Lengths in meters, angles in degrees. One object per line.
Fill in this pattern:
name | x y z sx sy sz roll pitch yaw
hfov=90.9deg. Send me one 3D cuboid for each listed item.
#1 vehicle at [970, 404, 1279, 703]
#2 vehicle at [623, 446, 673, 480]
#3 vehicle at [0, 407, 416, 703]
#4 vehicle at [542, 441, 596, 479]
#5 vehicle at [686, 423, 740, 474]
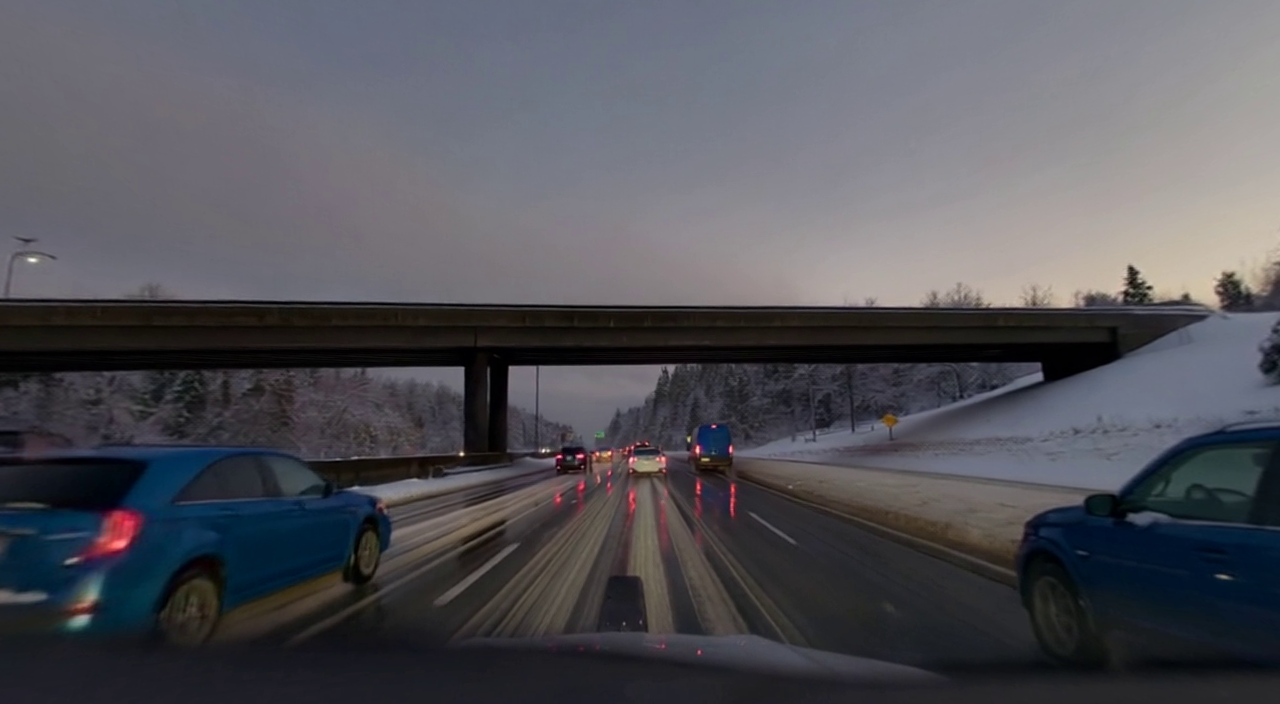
vehicle | 4.121 1.113 3.573 2.085 1.558 4.466 0 -8 0
vehicle | 0.362 5.162 29.591 2.174 1.467 4.005 0 -8 0
vehicle | -3.690 1.361 5.231 2.137 1.562 3.926 0 -8 1
vehicle | -3.397 5.269 31.045 2.078 1.706 4.298 -1 -8 2
vehicle | 4.246 5.753 37.866 2.436 2.745 6.607 0 -8 0
